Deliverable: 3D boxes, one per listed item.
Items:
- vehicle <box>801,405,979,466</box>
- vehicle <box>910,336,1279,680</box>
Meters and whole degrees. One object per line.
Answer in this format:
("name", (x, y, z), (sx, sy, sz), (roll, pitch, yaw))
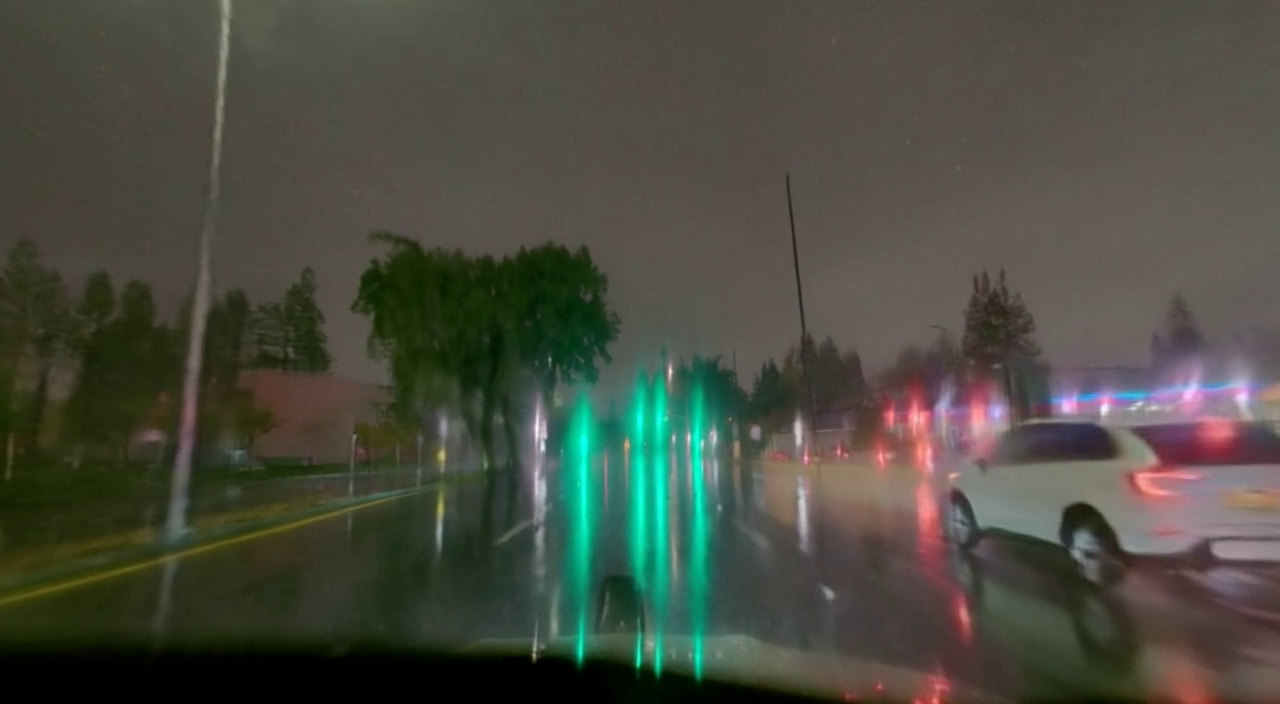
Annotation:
("vehicle", (14.457, 4.879, 37.070), (9.127, 3.409, 2.992), (0, -8, -1))
("vehicle", (4.660, 1.179, 5.698), (2.245, 1.864, 5.076), (0, -8, 1))
